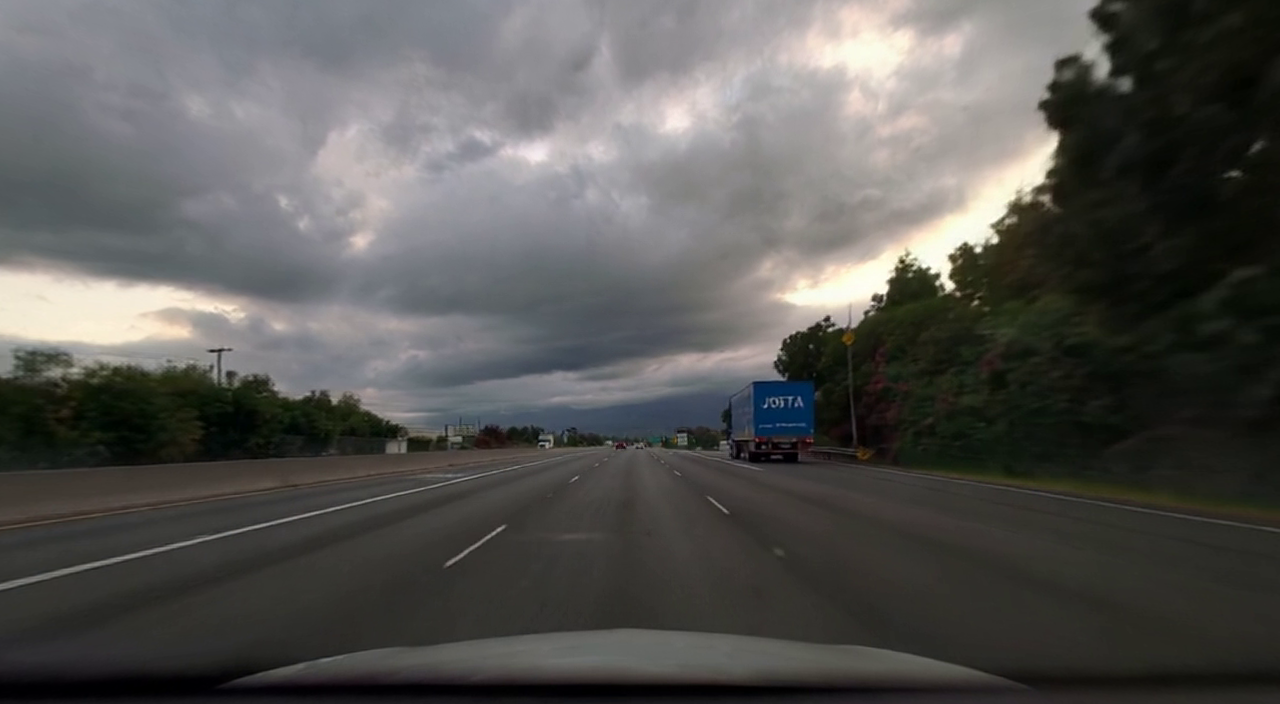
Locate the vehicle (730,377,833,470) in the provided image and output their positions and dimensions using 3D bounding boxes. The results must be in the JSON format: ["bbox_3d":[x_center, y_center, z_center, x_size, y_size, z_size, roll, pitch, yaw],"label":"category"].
[{"bbox_3d":[7.339,4.302,35.906,3.469,3.986,17.065,-1,-8,5],"label":"vehicle"}]
